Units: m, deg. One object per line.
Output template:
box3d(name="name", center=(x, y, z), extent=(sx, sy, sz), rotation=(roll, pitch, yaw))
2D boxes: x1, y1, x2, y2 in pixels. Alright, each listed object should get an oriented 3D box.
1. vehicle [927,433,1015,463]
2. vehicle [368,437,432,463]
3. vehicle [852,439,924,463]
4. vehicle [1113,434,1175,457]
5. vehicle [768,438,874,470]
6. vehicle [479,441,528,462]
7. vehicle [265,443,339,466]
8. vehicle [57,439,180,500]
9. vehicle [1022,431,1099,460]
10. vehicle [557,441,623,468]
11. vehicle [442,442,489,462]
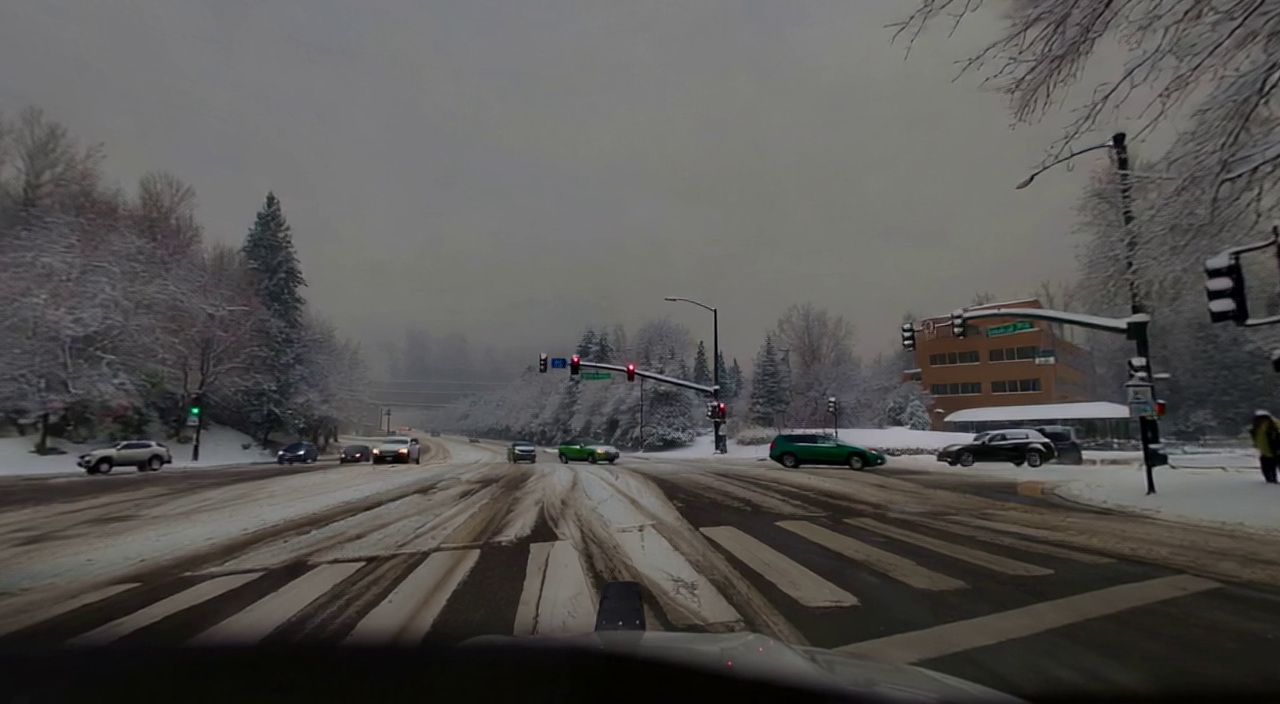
box3d(name="vehicle", center=(20.081, 5.825, 38.302), extent=(5.244, 1.717, 1.897), rotation=(4, -10, -27))
box3d(name="vehicle", center=(-17.380, 7.141, 46.003), extent=(2.189, 1.753, 4.785), rotation=(-1, -9, 9))
box3d(name="vehicle", center=(17.190, 6.836, 43.830), extent=(4.524, 1.560, 2.052), rotation=(4, -10, -26))
box3d(name="vehicle", center=(38.627, 7.164, 48.396), extent=(4.122, 1.682, 1.930), rotation=(4, -9, -25))
box3d(name="vehicle", center=(8.982, 5.109, 31.642), extent=(4.911, 1.504, 2.109), rotation=(-2, -9, 14))
box3d(name="vehicle", center=(-10.150, 7.464, 47.396), extent=(2.097, 1.484, 4.596), rotation=(-1, -9, 8))
box3d(name="vehicle", center=(-21.825, 6.637, 41.001), extent=(1.859, 1.415, 4.591), rotation=(-1, -9, 8))
box3d(name="vehicle", center=(-14.276, 3.123, 17.208), extent=(4.507, 1.428, 1.801), rotation=(-8, -11, 41))
box3d(name="vehicle", center=(28.309, 6.295, 42.481), extent=(4.662, 1.840, 2.055), rotation=(4, -10, -26))
box3d(name="vehicle", center=(-2.961, 5.859, 36.344), extent=(1.911, 1.415, 4.487), rotation=(5, -10, -31))
box3d(name="vehicle", center=(-13.173, 7.585, 47.864), extent=(1.845, 1.426, 4.289), rotation=(-1, -9, 8))
